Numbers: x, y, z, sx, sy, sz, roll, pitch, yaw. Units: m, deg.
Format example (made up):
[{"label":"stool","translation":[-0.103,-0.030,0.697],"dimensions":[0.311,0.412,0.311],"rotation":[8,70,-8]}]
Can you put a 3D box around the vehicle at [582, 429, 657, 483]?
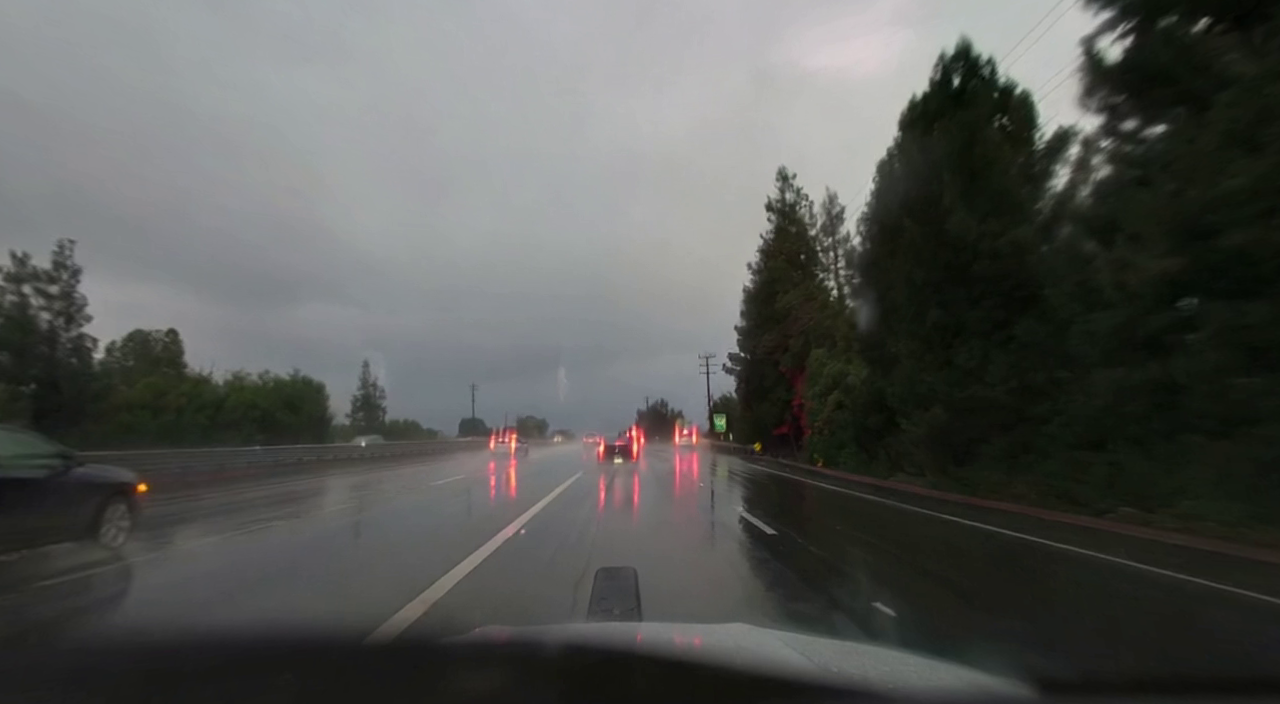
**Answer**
[{"label":"vehicle","translation":[-0.596,3.136,19.409],"dimensions":[2.086,1.488,3.440],"rotation":[0,-8,-1]}]

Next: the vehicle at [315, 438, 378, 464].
[{"label":"vehicle","translation":[-16.620,5.605,35.943],"dimensions":[1.740,1.382,3.914],"rotation":[0,-8,0]}]

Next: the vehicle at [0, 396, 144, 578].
[{"label":"vehicle","translation":[-6.943,1.191,5.375],"dimensions":[1.980,1.678,4.255],"rotation":[0,-8,-1]}]

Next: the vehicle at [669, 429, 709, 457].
[{"label":"vehicle","translation":[3.029,5.735,39.855],"dimensions":[1.950,1.695,4.446],"rotation":[0,-8,-2]}]

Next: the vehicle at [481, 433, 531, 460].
[{"label":"vehicle","translation":[-7.723,5.461,36.720],"dimensions":[1.992,1.494,4.133],"rotation":[0,-8,0]}]
